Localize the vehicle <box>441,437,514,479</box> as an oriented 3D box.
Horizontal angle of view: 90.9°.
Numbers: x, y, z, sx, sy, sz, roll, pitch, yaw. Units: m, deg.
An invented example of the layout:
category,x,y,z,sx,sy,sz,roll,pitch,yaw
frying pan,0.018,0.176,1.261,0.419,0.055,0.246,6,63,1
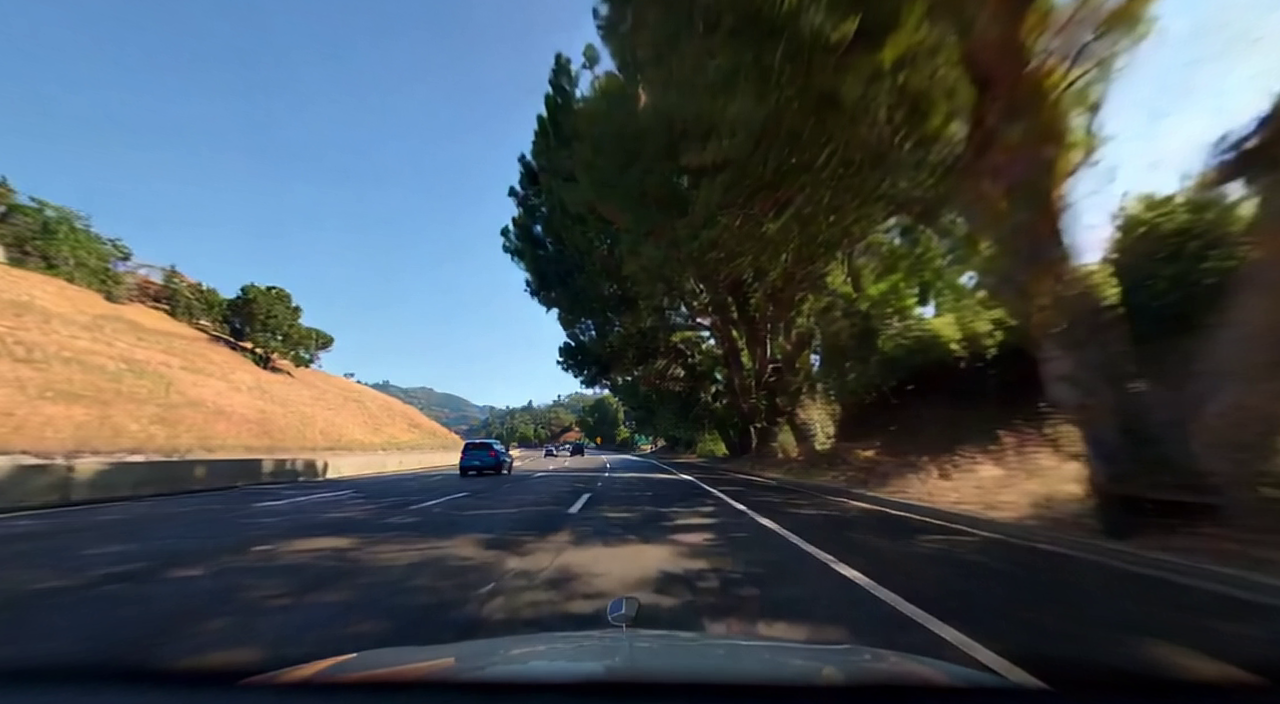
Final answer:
category,x,y,z,sx,sy,sz,roll,pitch,yaw
vehicle,-7.112,4.679,28.109,2.046,1.712,4.533,0,-8,0
